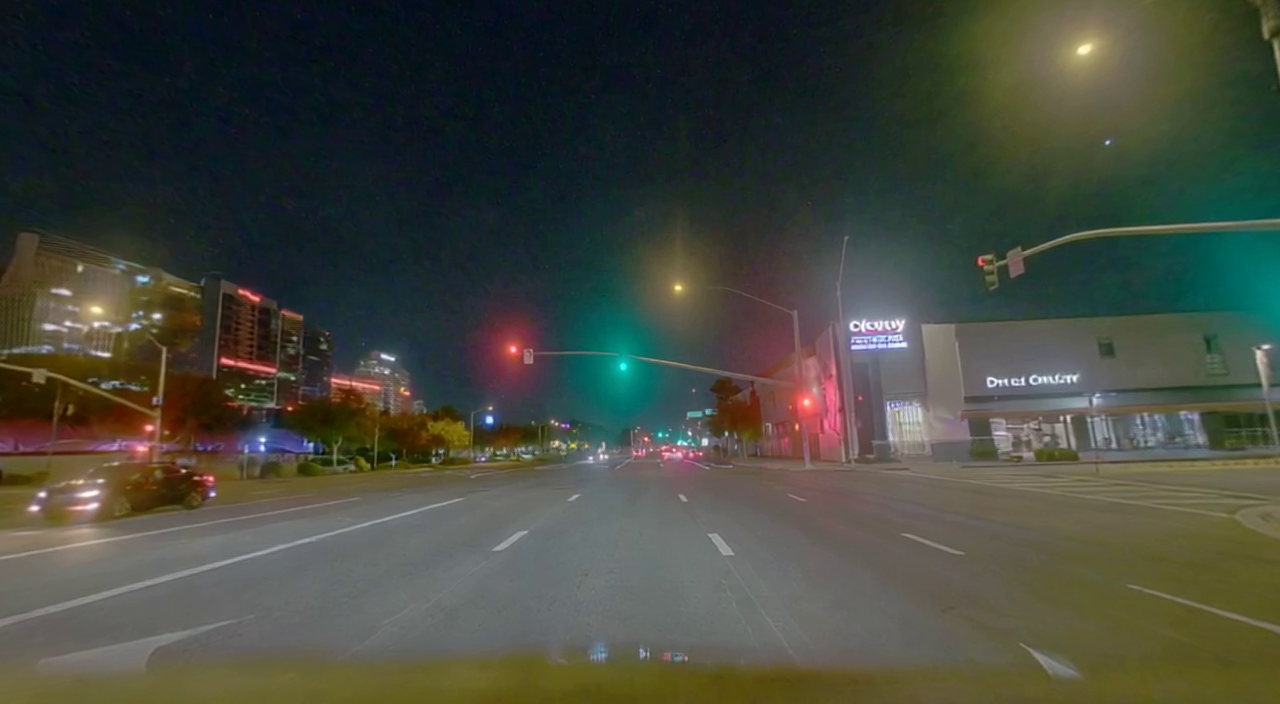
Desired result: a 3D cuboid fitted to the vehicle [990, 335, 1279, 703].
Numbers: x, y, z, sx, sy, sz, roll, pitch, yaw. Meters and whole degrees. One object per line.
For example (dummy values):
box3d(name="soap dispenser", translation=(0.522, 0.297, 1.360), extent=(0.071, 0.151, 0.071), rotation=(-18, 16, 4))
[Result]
box3d(name="vehicle", translation=(3.386, 0.725, 1.920), extent=(1.973, 1.697, 4.377), rotation=(0, -8, -2))

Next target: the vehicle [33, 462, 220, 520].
box3d(name="vehicle", translation=(-15.501, 4.170, 19.478), extent=(1.903, 1.431, 4.545), rotation=(0, -8, 1))
